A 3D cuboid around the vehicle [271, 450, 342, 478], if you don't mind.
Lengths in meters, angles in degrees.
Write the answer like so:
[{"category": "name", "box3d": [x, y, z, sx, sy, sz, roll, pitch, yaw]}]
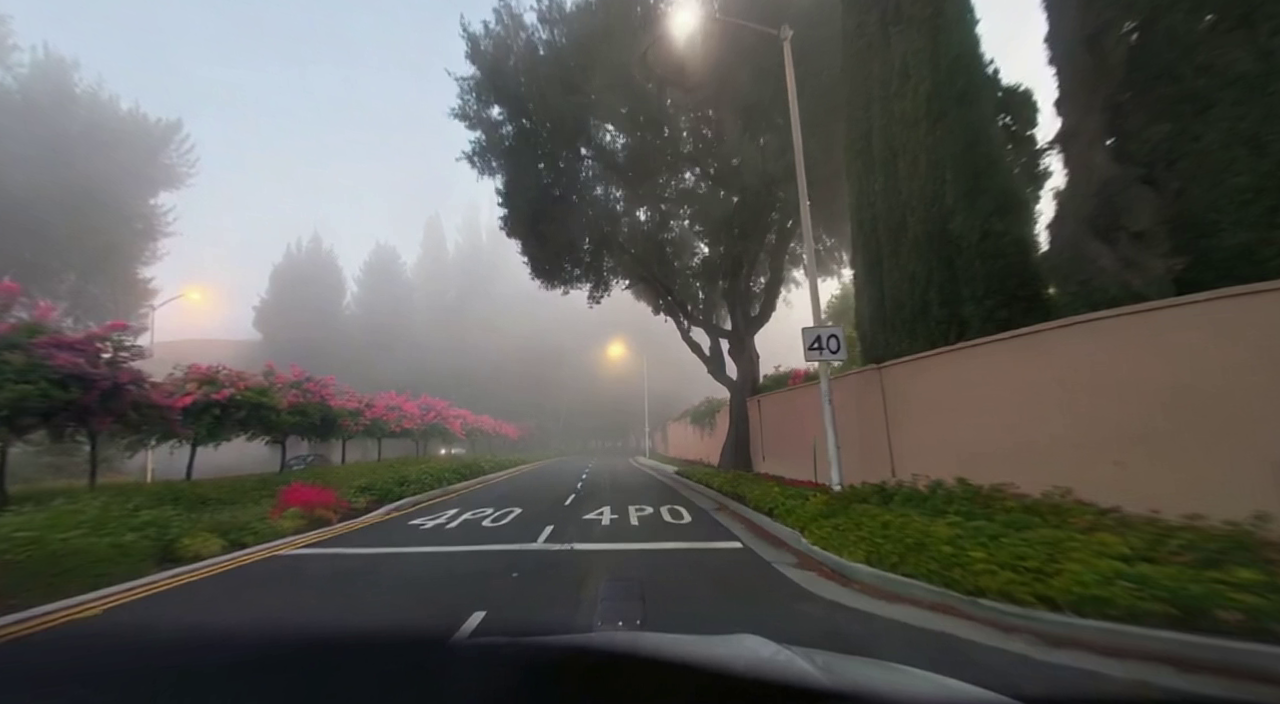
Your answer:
[{"category": "vehicle", "box3d": [-18.191, 6.089, 34.652, 1.827, 1.404, 4.141, 0, -8, -3]}]
